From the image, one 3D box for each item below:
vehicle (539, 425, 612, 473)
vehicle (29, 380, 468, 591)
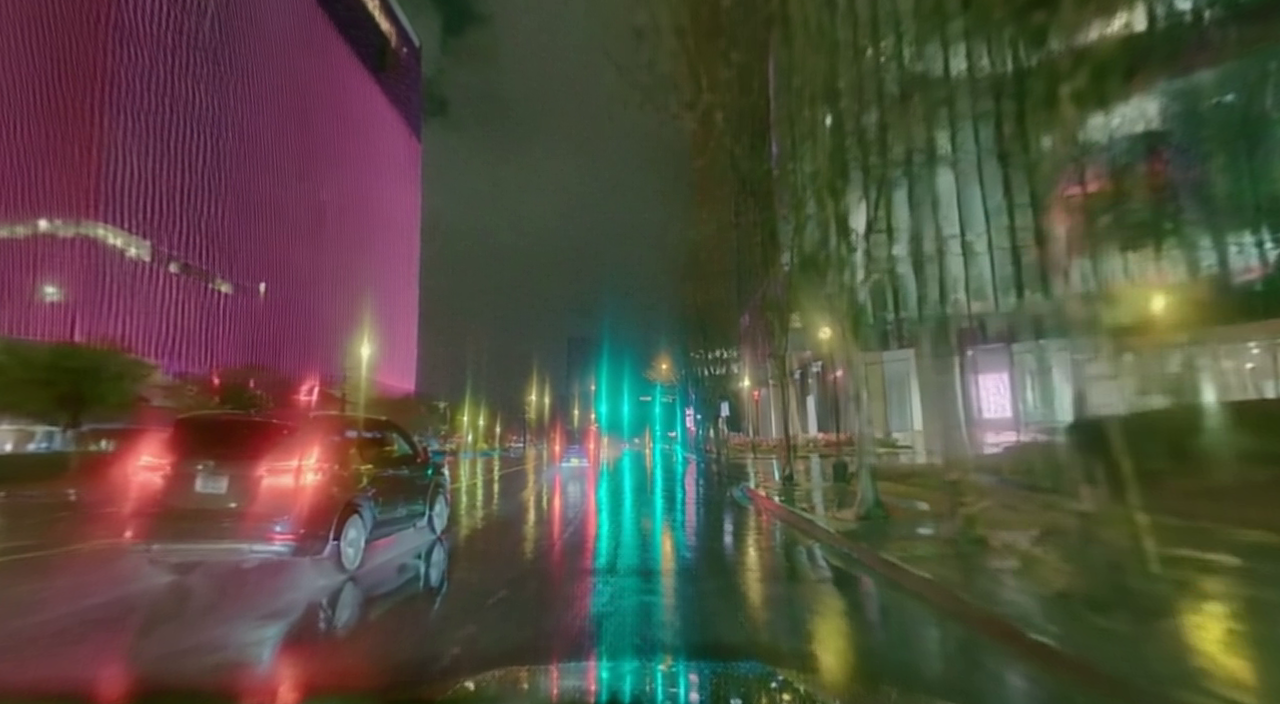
[{"bbox_3d":[-2.602,4.141,26.995,2.384,1.849,5.009,0,-9,3],"label":"vehicle"},{"bbox_3d":[-3.911,1.454,7.603,2.169,1.741,4.588,0,-9,3],"label":"vehicle"}]
